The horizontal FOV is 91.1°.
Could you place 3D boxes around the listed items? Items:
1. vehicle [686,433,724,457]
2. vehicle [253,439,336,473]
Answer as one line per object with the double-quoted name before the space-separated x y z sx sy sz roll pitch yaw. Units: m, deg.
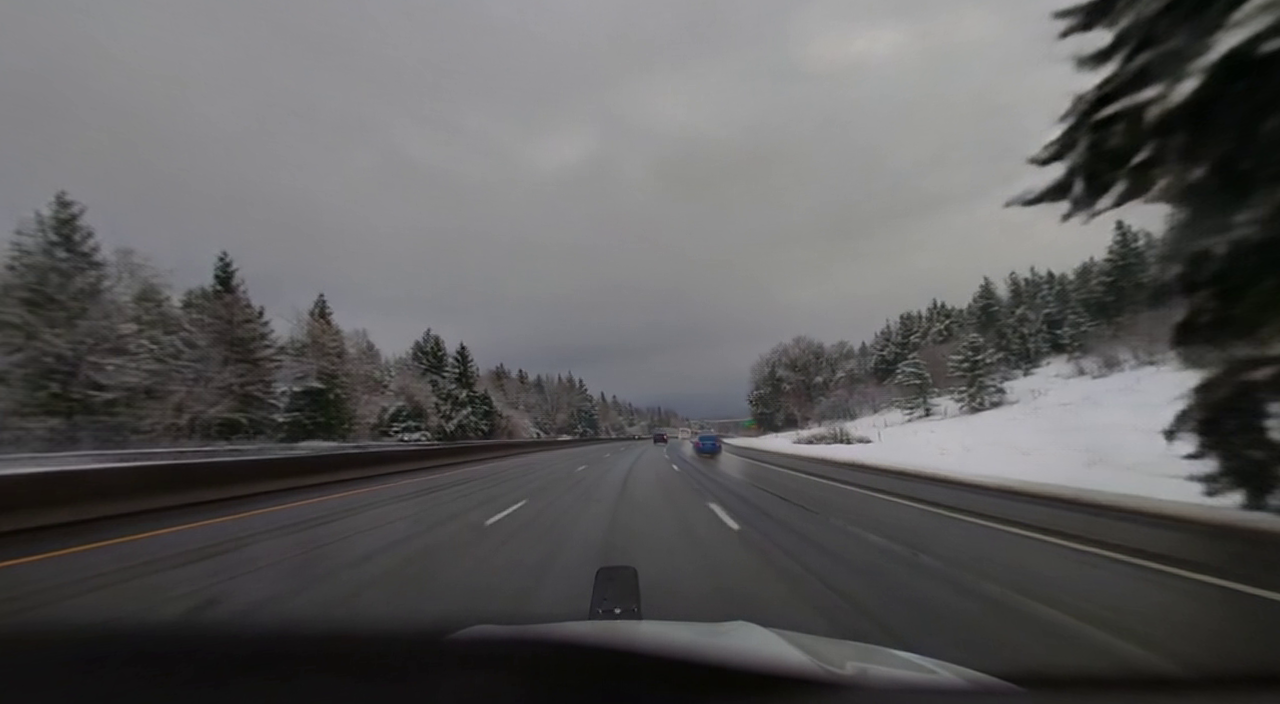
"vehicle" 4.126 5.985 40.572 1.982 1.452 4.294 0 -8 0
"vehicle" -16.305 4.875 29.889 1.772 1.478 3.750 0 -8 0
